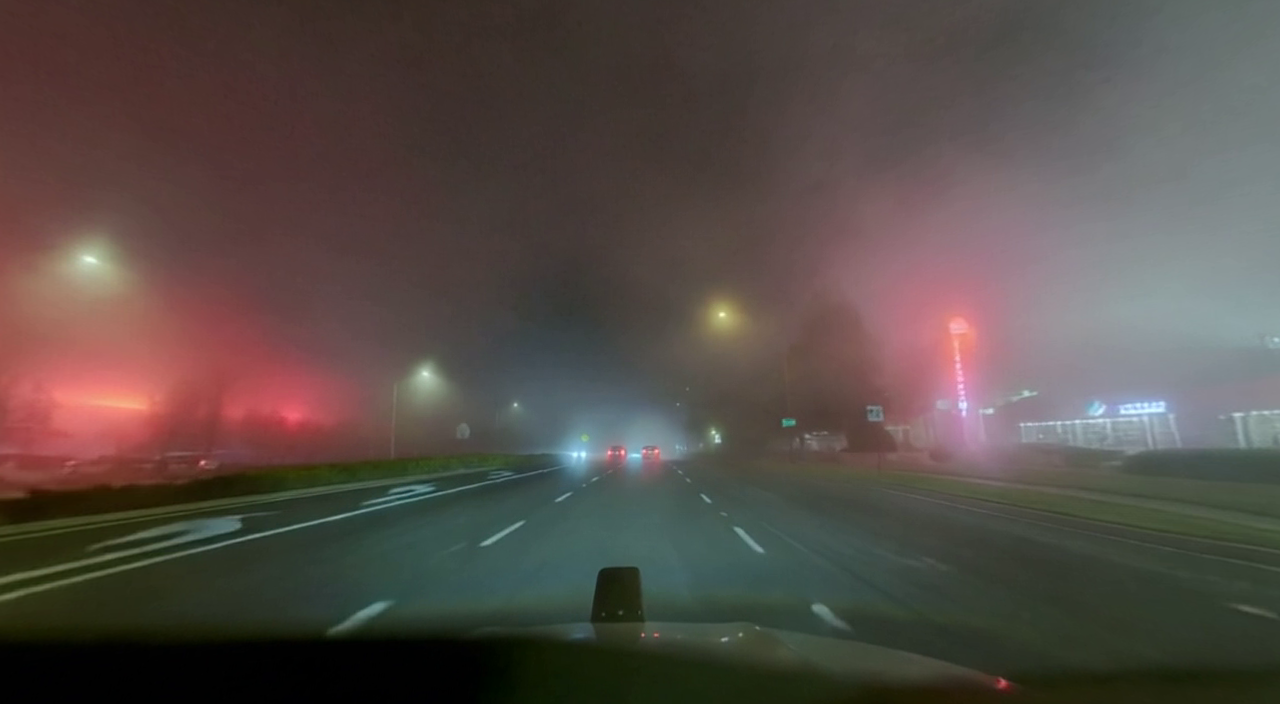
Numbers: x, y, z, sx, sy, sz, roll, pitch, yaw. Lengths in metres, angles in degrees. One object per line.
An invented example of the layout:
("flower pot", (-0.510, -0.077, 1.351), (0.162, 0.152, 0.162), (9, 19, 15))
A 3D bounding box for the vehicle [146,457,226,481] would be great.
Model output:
("vehicle", (-28.863, 7.433, 40.366), (1.882, 1.401, 4.476), (1, -9, -2))

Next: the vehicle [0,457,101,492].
("vehicle", (-29.388, 5.862, 30.643), (1.960, 1.478, 4.949), (0, -9, 3))
